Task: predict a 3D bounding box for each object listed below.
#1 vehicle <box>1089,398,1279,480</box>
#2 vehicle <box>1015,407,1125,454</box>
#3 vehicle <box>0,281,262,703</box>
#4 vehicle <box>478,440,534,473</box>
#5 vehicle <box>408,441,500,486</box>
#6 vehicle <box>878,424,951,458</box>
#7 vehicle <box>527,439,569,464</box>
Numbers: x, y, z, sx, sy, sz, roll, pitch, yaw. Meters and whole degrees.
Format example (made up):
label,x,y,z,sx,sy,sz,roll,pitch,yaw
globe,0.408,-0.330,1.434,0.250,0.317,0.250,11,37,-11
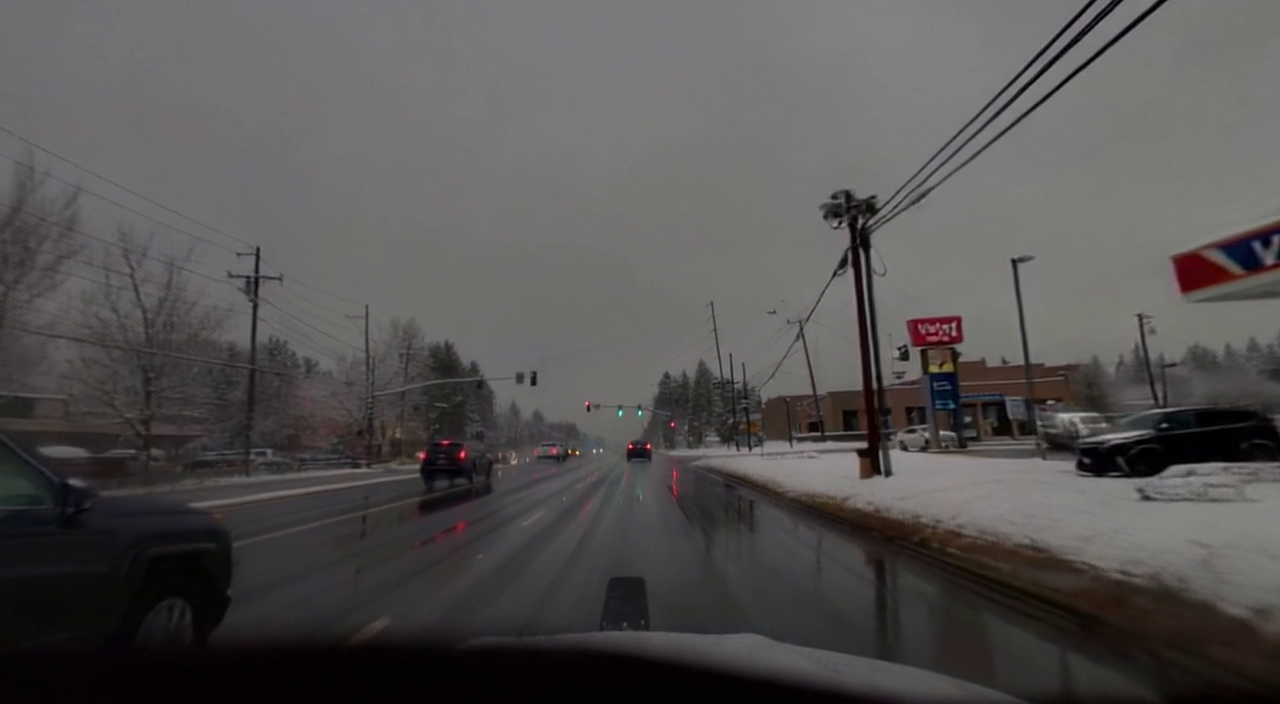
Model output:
label,x,y,z,sx,sy,sz,roll,pitch,yaw
vehicle,15.981,2.440,17.749,2.178,1.911,5.852,-1,-8,-2
vehicle,23.739,4.426,35.171,2.314,2.302,5.730,-4,-8,5
vehicle,-3.254,0.543,1.127,2.190,1.844,4.751,0,-8,0
vehicle,-6.659,5.224,31.771,1.804,1.513,4.191,0,-8,2
vehicle,-6.657,4.004,23.088,1.960,1.468,4.345,0,-8,1
vehicle,16.024,5.249,37.127,2.116,1.849,4.806,0,-9,0
vehicle,-6.286,6.848,43.443,2.130,1.636,4.427,0,-8,2
